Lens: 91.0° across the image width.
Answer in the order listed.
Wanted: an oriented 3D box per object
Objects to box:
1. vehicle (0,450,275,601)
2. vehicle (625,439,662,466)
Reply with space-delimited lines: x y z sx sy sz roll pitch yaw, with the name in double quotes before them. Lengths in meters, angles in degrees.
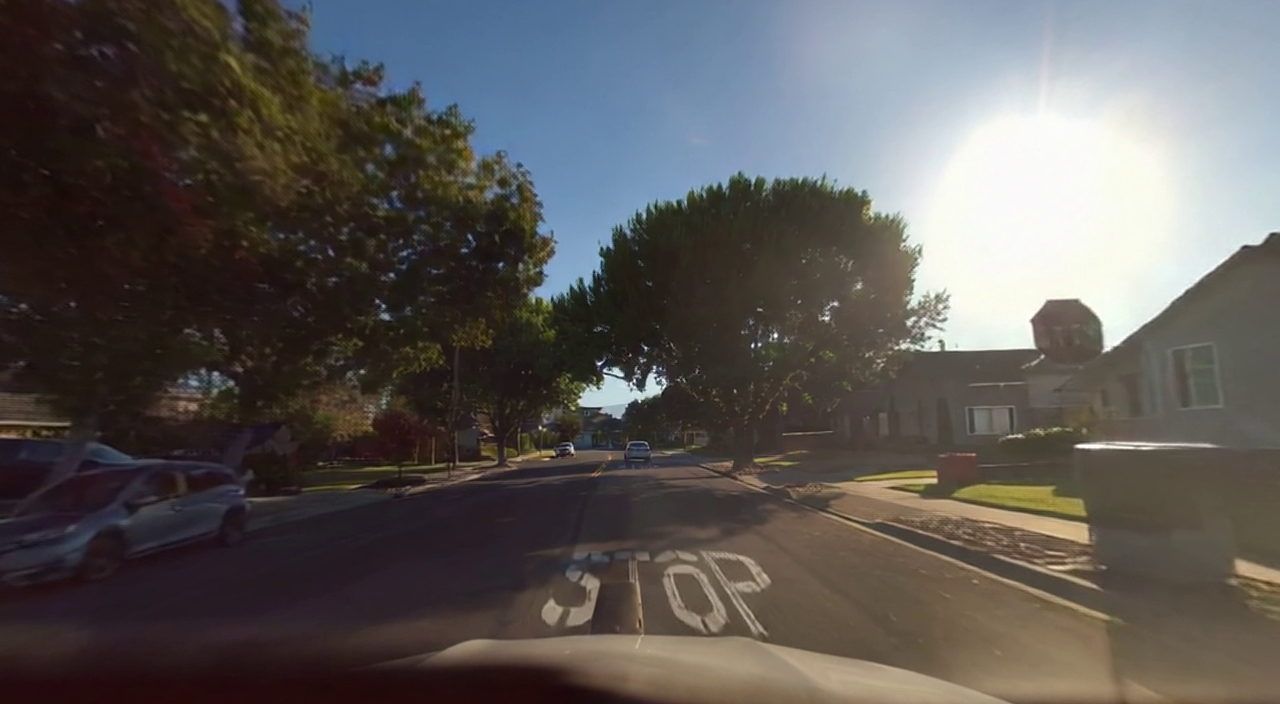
"vehicle" -6.956 2.085 8.440 1.789 1.481 3.957 0 -9 -1
"vehicle" 0.201 5.841 36.637 2.043 1.484 4.340 0 -9 0
